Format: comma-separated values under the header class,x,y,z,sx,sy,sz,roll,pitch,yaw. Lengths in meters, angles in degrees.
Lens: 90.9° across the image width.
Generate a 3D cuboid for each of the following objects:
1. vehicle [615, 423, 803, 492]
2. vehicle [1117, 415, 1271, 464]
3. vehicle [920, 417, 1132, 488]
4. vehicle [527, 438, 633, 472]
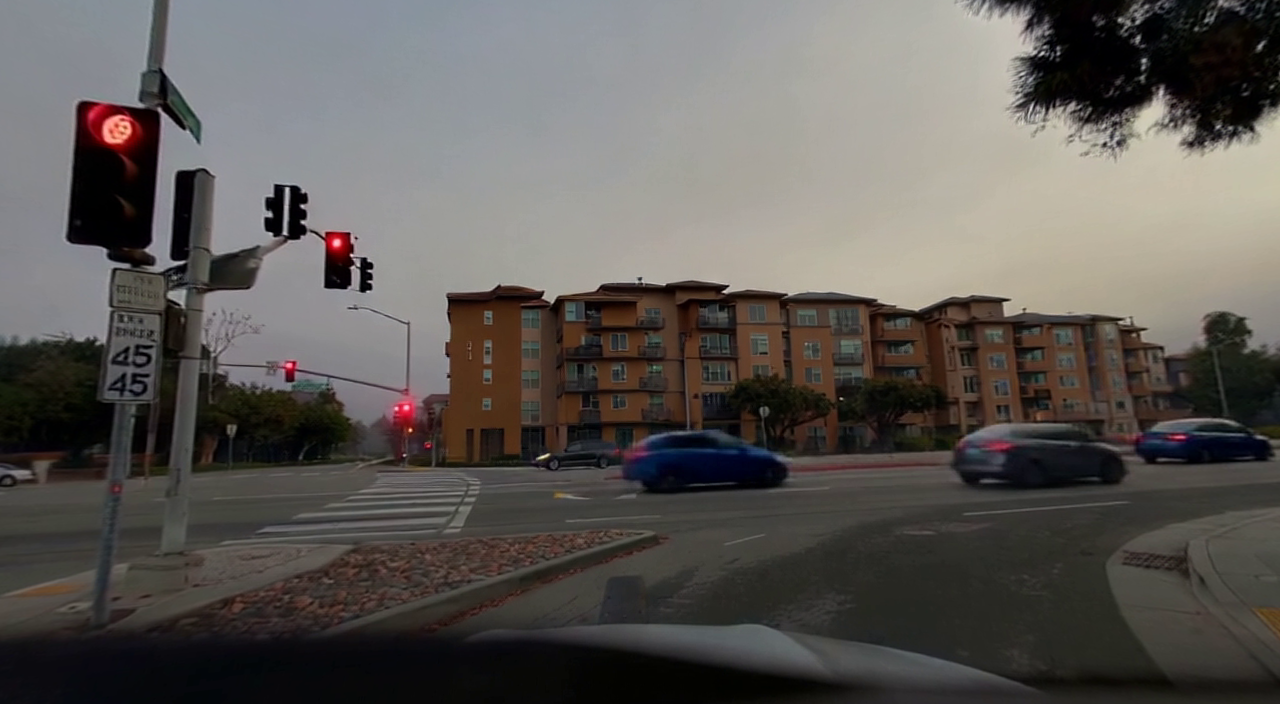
class,x,y,z,sx,sy,sz,roll,pitch,yaw
vehicle,1.837,2.851,17.272,4.711,1.688,1.915,2,-9,-16
vehicle,20.528,3.246,23.415,4.719,1.671,1.985,2,-9,-17
vehicle,9.880,2.560,16.263,4.581,1.650,1.958,2,-9,-16
vehicle,-2.619,4.462,27.472,4.289,1.415,1.774,2,-9,-17
